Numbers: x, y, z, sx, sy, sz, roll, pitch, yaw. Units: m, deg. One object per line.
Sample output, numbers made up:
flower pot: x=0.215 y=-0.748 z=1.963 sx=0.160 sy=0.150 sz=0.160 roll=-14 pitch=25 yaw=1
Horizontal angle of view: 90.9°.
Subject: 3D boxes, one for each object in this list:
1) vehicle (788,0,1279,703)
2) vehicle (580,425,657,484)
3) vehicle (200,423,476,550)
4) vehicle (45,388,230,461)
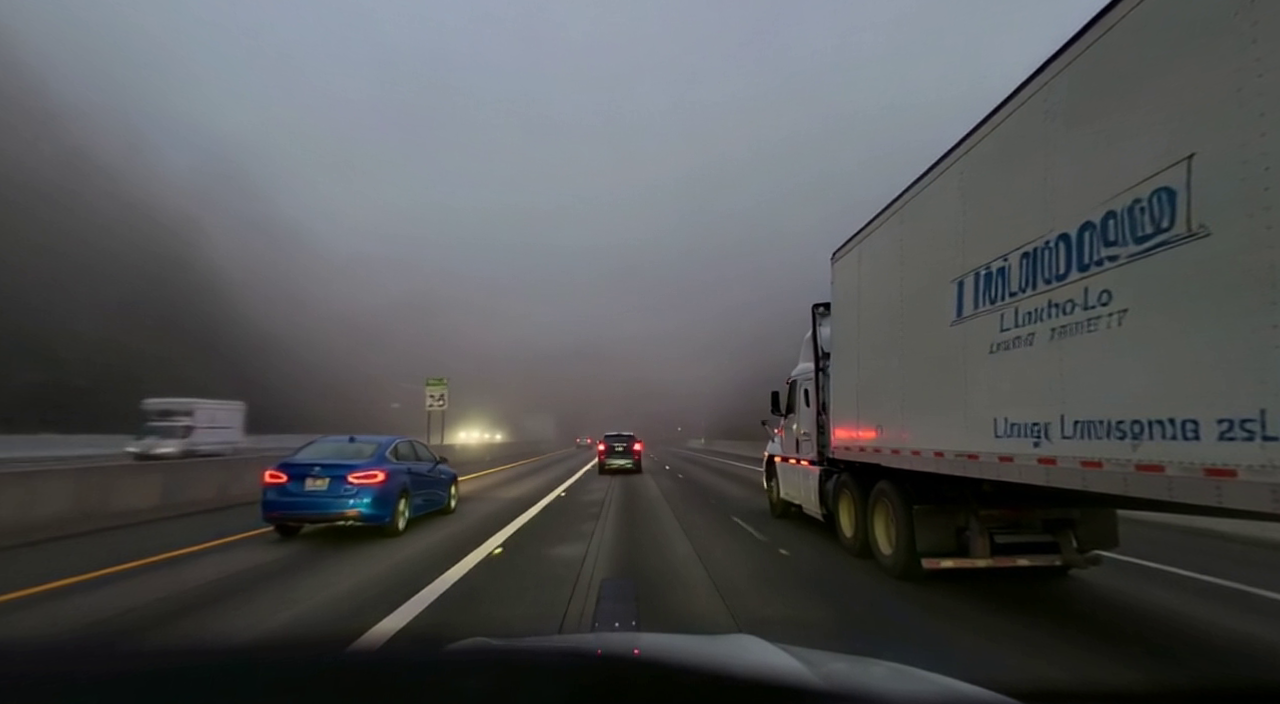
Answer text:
vehicle: x=3.958 y=-0.242 z=3.207 sx=2.842 sy=4.108 sz=14.081 roll=0 pitch=-8 yaw=-1
vehicle: x=-0.624 y=3.064 z=19.145 sx=2.094 sy=1.600 sz=3.666 roll=0 pitch=-8 yaw=-1
vehicle: x=-4.049 y=1.844 z=9.457 sx=2.019 sy=1.435 sz=4.317 roll=0 pitch=-8 yaw=0
vehicle: x=-19.537 y=2.929 z=25.101 sx=2.360 sy=2.529 sz=6.082 roll=0 pitch=-8 yaw=-1
